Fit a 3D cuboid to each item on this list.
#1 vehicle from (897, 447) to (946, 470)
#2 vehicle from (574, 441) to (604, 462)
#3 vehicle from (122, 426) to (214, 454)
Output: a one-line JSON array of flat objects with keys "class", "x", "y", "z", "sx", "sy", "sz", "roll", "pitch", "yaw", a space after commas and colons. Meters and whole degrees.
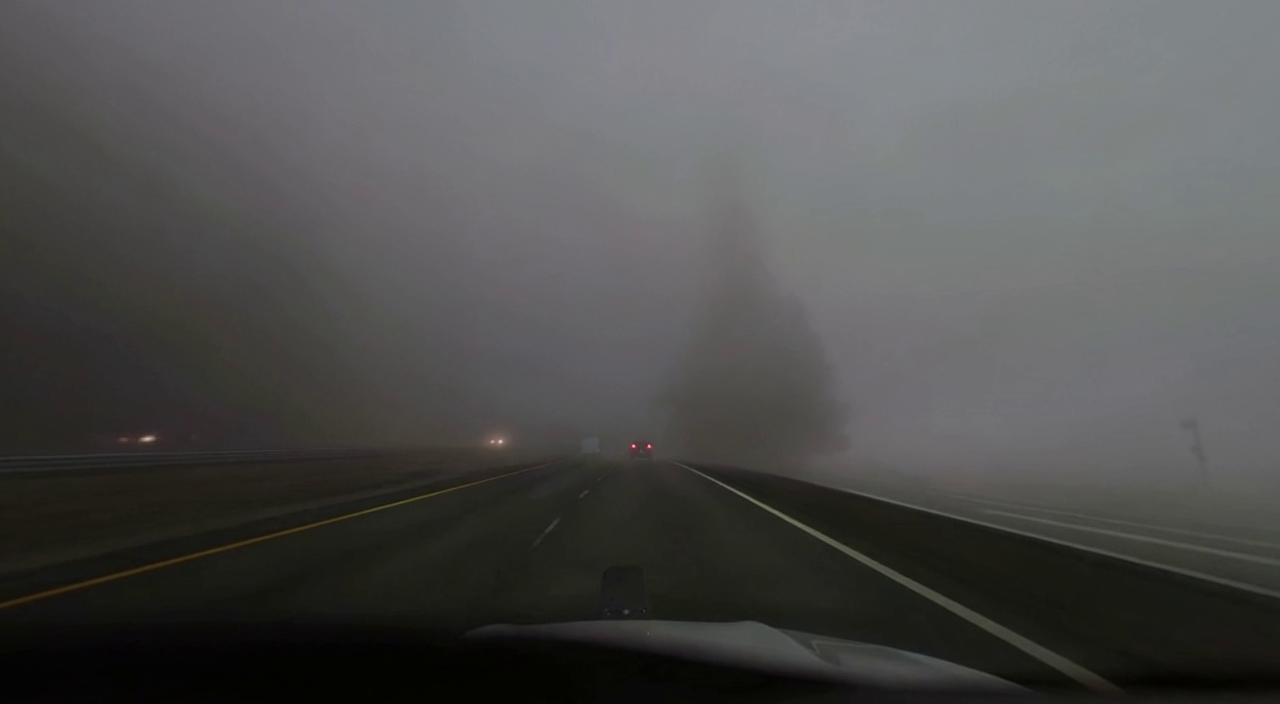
[{"class": "vehicle", "x": 20.545, "y": 7.735, "z": 46.108, "sx": 1.889, "sy": 1.560, "sz": 4.976, "roll": -1, "pitch": -8, "yaw": 7}, {"class": "vehicle", "x": -3.946, "y": 7.787, "z": 49.333, "sx": 2.057, "sy": 1.514, "sz": 3.845, "roll": 0, "pitch": -8, "yaw": 0}, {"class": "vehicle", "x": -29.553, "y": 5.550, "z": 39.619, "sx": 1.955, "sy": 1.656, "sz": 4.850, "roll": 0, "pitch": -8, "yaw": 1}]
